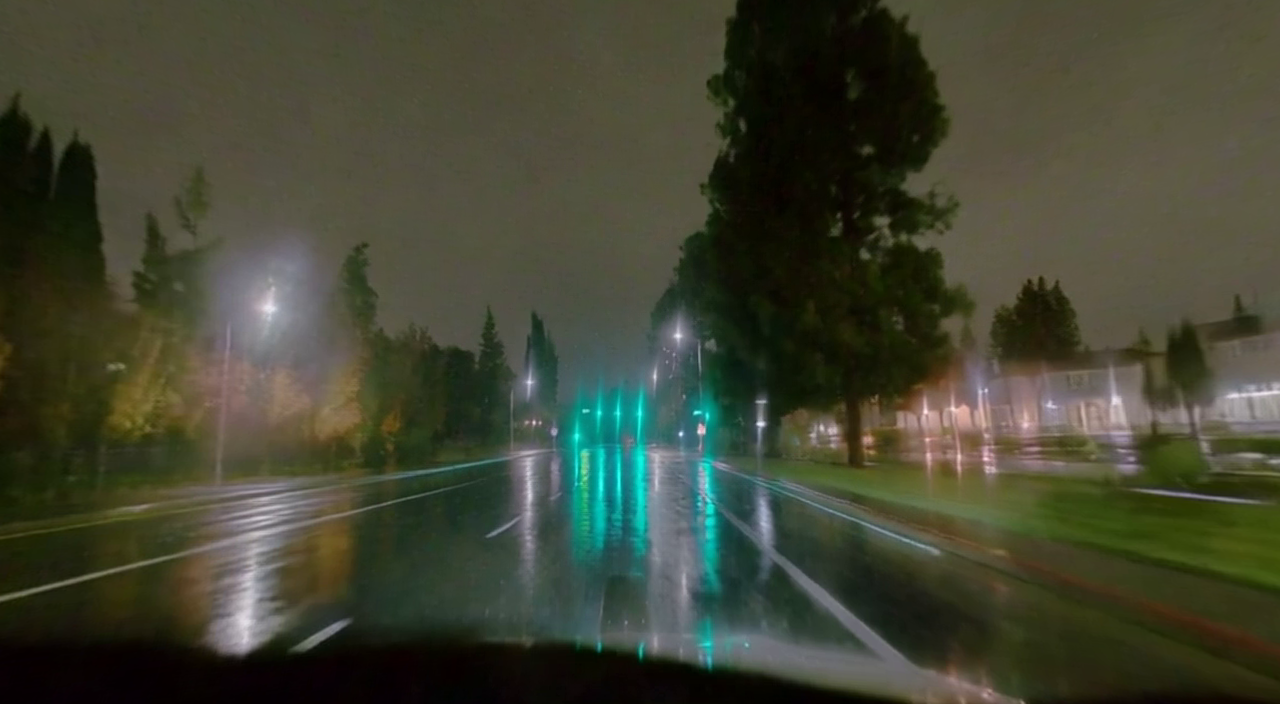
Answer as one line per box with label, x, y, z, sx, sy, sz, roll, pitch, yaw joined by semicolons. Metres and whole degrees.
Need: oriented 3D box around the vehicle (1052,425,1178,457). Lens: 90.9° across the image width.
vehicle;22.012;4.157;29.345;4.271;1.424;1.941;0;-8;1
